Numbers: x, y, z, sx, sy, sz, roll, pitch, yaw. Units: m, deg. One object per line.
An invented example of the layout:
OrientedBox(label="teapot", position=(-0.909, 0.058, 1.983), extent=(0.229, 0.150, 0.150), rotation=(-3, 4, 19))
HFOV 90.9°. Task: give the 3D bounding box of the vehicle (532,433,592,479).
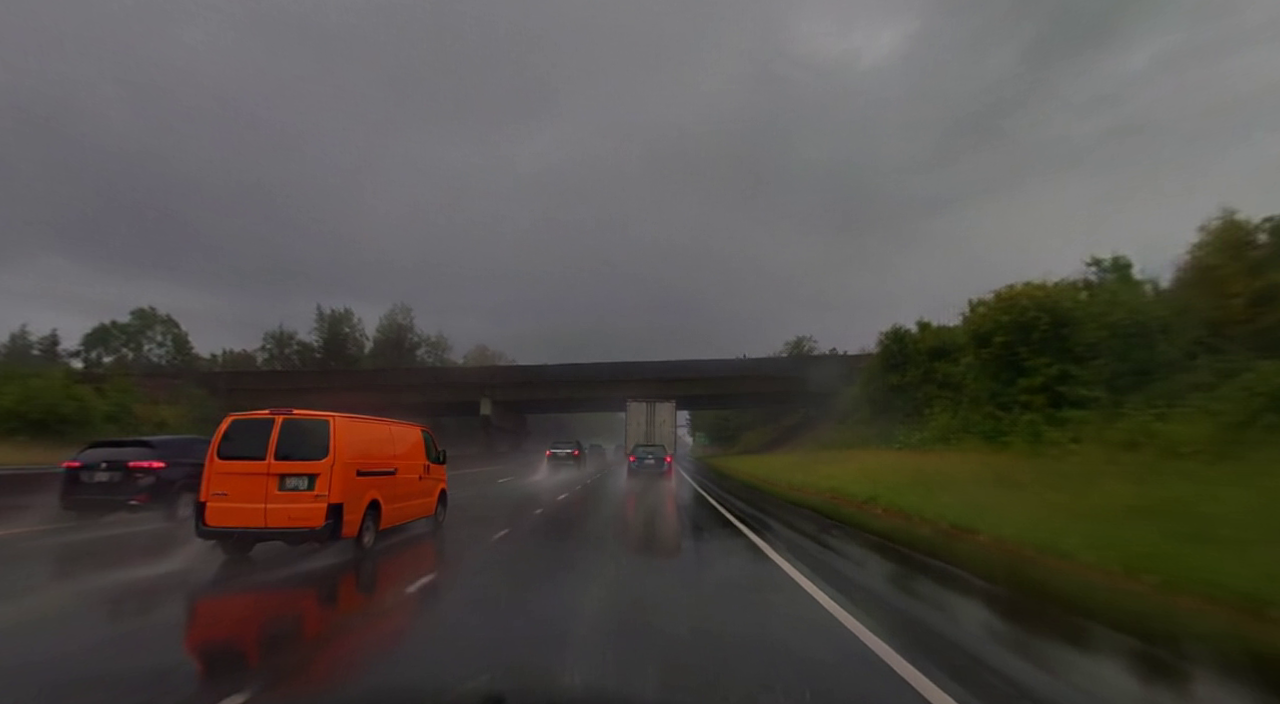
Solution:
OrientedBox(label="vehicle", position=(-3.360, 4.594, 27.980), extent=(2.068, 1.862, 4.234), rotation=(0, -9, 1))

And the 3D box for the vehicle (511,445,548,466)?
OrientedBox(label="vehicle", position=(-7.833, 7.404, 44.969), extent=(1.886, 1.414, 4.028), rotation=(0, -9, 1))

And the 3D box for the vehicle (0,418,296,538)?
OrientedBox(label="vehicle", position=(-8.318, 2.113, 11.059), extent=(2.093, 1.675, 4.233), rotation=(0, -9, 0))

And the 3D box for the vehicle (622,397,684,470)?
OrientedBox(label="vehicle", position=(0.608, 5.734, 42.642), extent=(3.289, 3.822, 18.653), rotation=(0, -9, 0))

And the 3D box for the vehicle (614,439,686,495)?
OrientedBox(label="vehicle", position=(0.281, 3.446, 19.160), extent=(1.991, 1.507, 3.391), rotation=(0, -9, 0))

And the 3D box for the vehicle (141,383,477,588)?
OrientedBox(label="vehicle", position=(-3.581, 1.538, 7.877), extent=(1.951, 1.882, 3.979), rotation=(0, -9, 0))
